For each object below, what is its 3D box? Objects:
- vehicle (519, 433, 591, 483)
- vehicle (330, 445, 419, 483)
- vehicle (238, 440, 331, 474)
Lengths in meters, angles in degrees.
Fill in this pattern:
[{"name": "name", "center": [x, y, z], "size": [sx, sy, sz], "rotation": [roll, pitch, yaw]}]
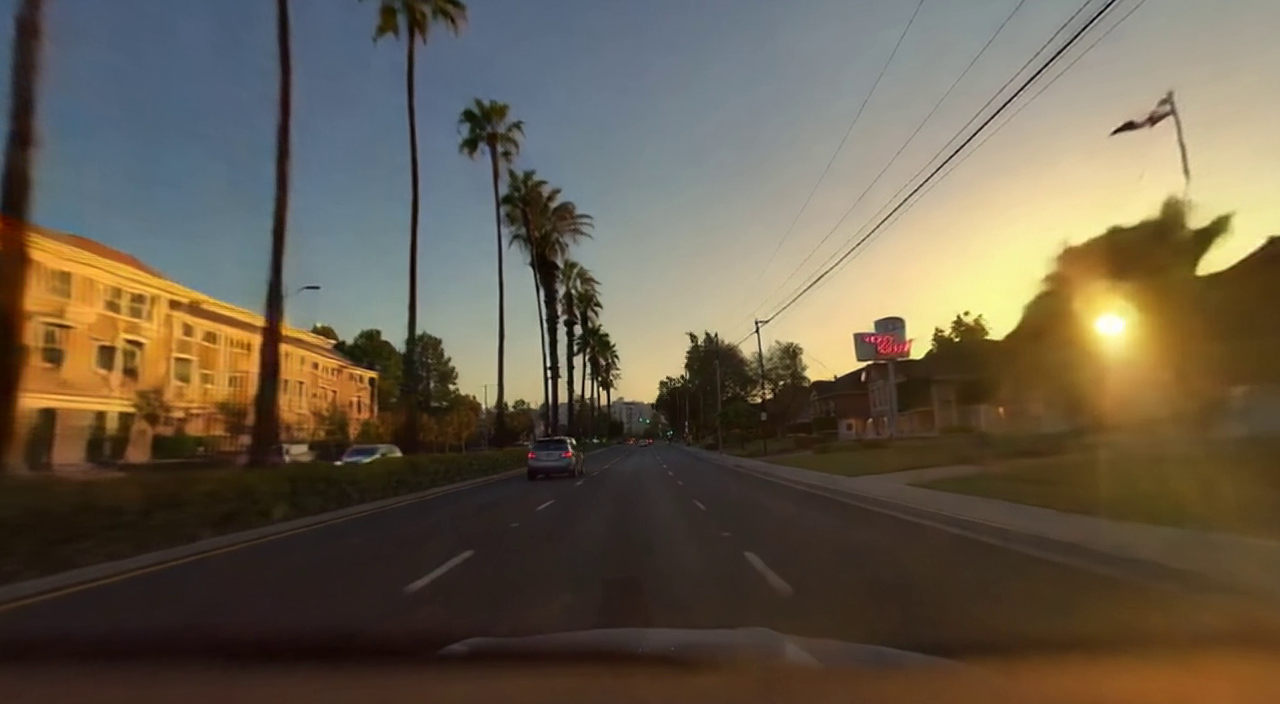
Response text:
[{"name": "vehicle", "center": [-3.109, 3.997, 24.080], "size": [2.062, 1.693, 4.669], "rotation": [0, -8, 1]}, {"name": "vehicle", "center": [-11.114, 4.696, 26.731], "size": [1.930, 1.480, 4.115], "rotation": [0, -8, 1]}, {"name": "vehicle", "center": [-22.266, 6.590, 39.819], "size": [2.452, 1.859, 5.964], "rotation": [-3, -9, 0]}]
